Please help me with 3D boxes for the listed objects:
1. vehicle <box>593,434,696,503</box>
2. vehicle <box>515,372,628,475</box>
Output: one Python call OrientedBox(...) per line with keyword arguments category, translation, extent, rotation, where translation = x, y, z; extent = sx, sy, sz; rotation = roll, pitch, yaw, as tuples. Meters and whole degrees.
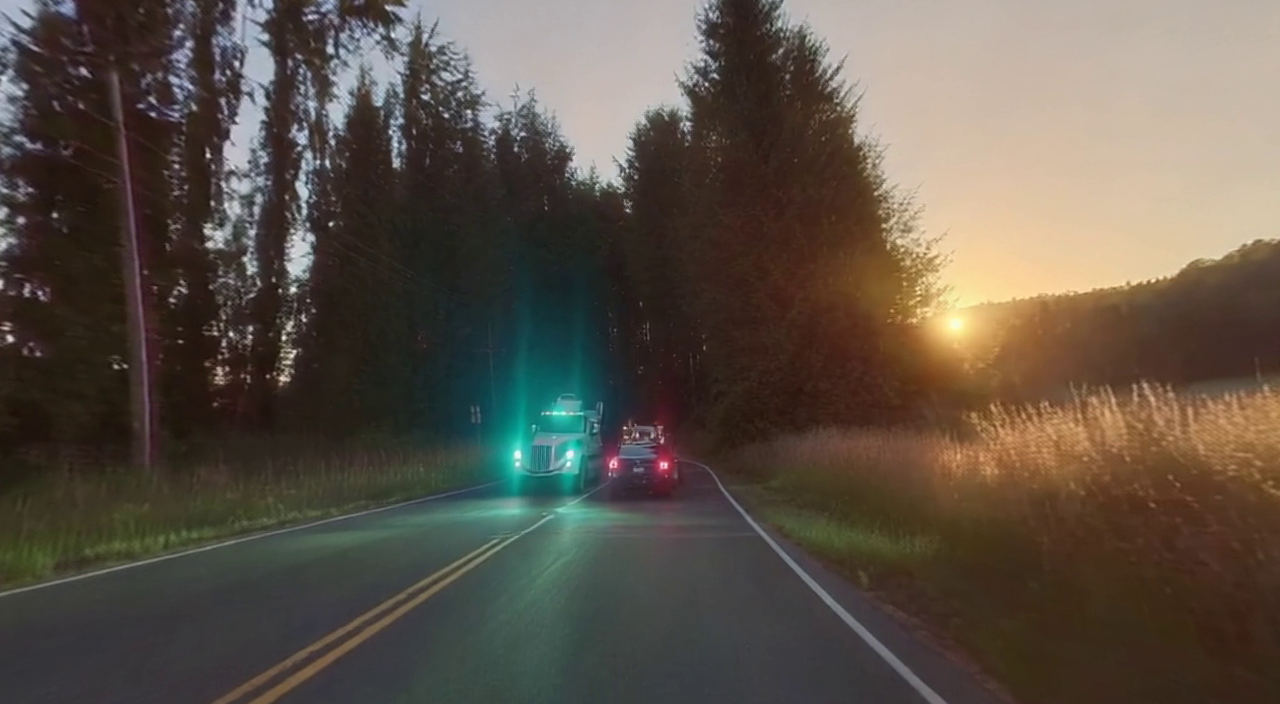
OrientedBox(category="vehicle", translation=(0.162, 2.806, 15.649), extent=(2.196, 1.465, 4.294), rotation=(0, -8, 2))
OrientedBox(category="vehicle", translation=(-3.382, 3.739, 31.432), extent=(4.788, 4.368, 6.529), rotation=(3, -10, -6))
